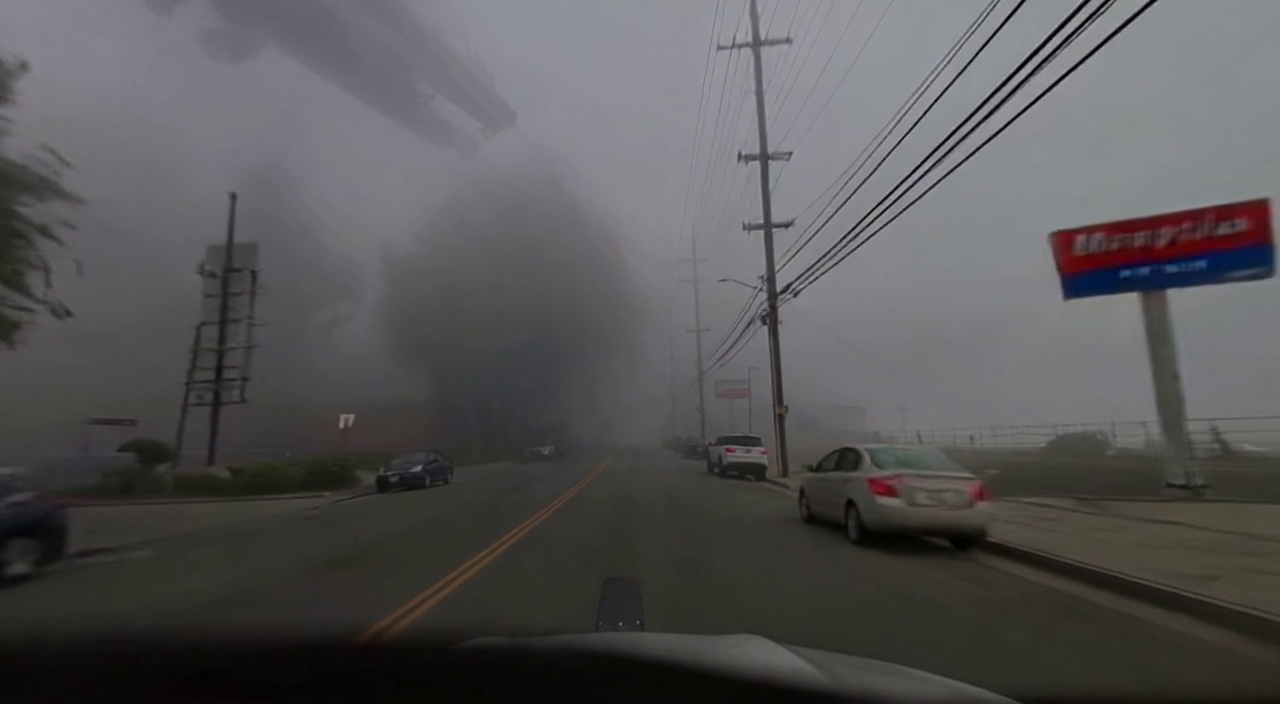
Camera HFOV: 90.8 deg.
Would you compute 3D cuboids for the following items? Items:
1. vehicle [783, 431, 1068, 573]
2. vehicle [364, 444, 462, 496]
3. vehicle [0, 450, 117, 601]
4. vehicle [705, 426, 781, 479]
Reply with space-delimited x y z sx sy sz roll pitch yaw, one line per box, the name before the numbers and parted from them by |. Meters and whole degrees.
vehicle | 3.648 1.978 9.279 1.990 1.521 4.693 0 -8 0
vehicle | -7.802 4.045 22.147 1.872 1.455 4.350 -4 -8 -1
vehicle | -7.720 1.844 6.170 1.787 1.543 4.052 -3 -7 0
vehicle | 4.002 3.997 25.418 2.080 1.893 4.699 0 -8 -3
